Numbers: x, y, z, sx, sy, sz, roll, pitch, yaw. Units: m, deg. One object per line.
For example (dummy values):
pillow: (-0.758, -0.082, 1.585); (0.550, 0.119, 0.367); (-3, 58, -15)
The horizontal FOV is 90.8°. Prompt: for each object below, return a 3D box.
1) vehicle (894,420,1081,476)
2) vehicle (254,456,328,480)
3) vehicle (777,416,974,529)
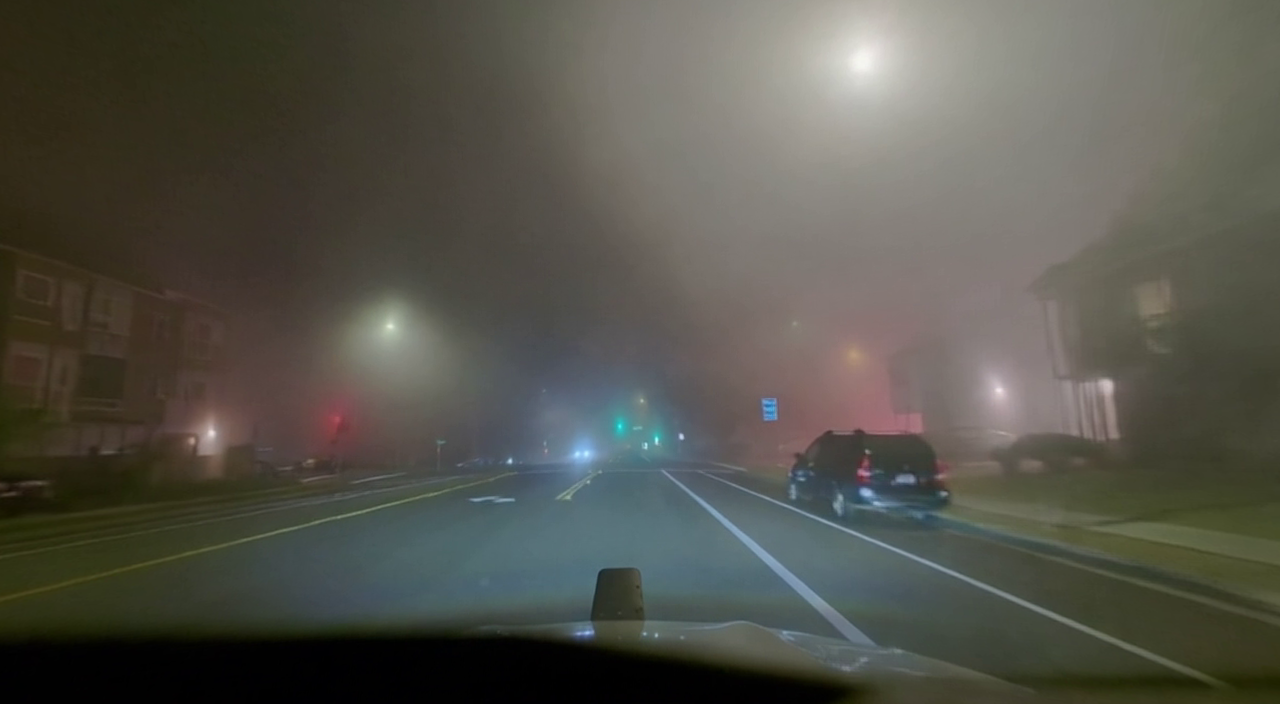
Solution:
vehicle: (12.114, 3.383, 22.275); (5.202, 1.730, 2.357); (-1, -9, -5)
vehicle: (-22.787, 7.596, 41.344); (3.687, 1.465, 1.855); (0, -8, -1)
vehicle: (4.438, 2.359, 12.937); (2.052, 1.859, 4.778); (0, -9, -2)
